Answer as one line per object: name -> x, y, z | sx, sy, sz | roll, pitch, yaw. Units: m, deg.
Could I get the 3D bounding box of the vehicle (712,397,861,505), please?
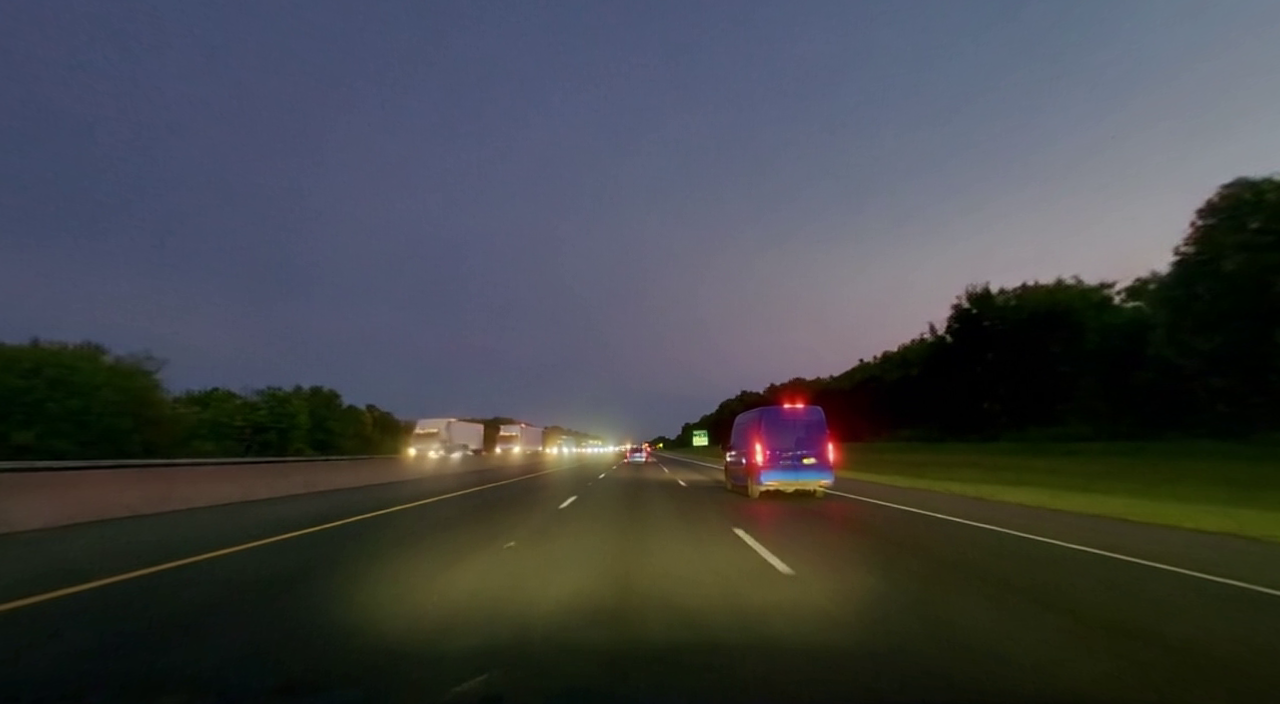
vehicle -> 3.844, 2.845, 18.286 | 2.552, 2.524, 6.630 | 0, -9, -1

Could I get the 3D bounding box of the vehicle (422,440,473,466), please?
vehicle -> -12.160, 6.418, 40.175 | 1.838, 1.498, 4.378 | 0, -9, 1
